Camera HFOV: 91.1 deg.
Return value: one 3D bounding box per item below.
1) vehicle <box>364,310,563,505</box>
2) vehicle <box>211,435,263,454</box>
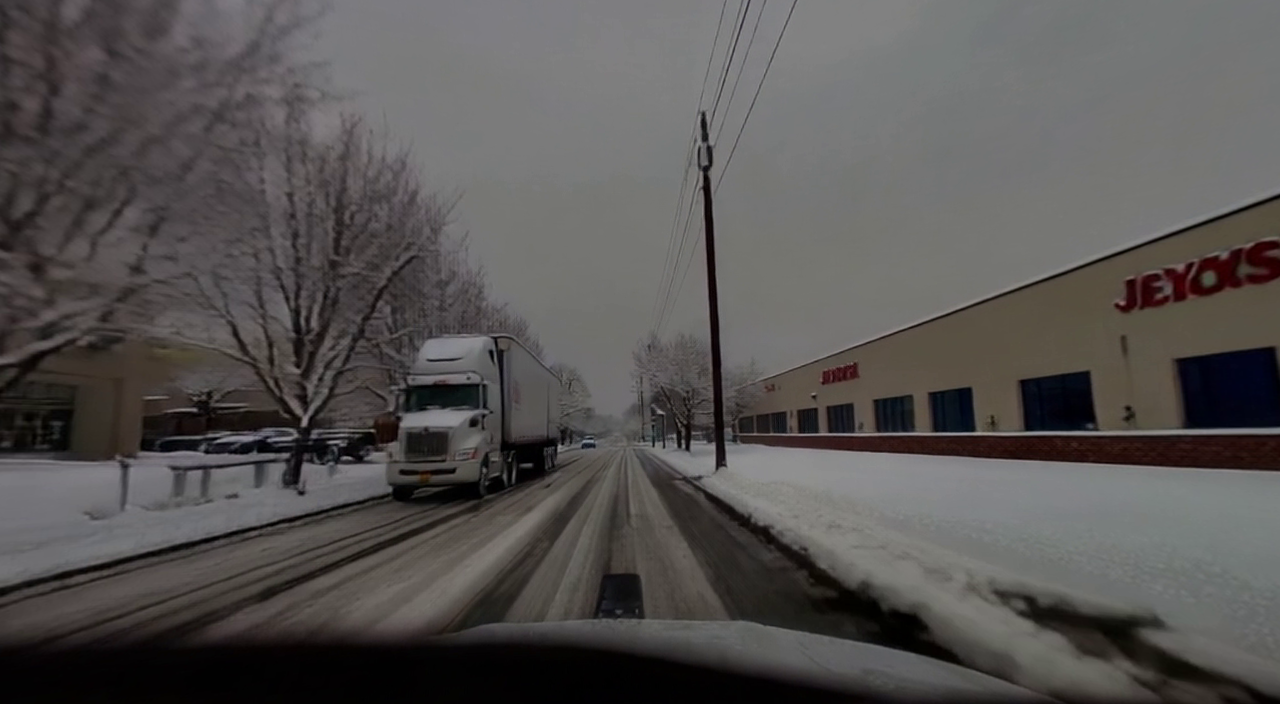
[{"bbox_3d":[-5.188,2.261,22.883,2.976,4.754,15.127,0,-7,0],"label":"vehicle"},{"bbox_3d":[-30.907,7.102,48.294,1.617,1.432,3.486,-1,-8,1],"label":"vehicle"}]
